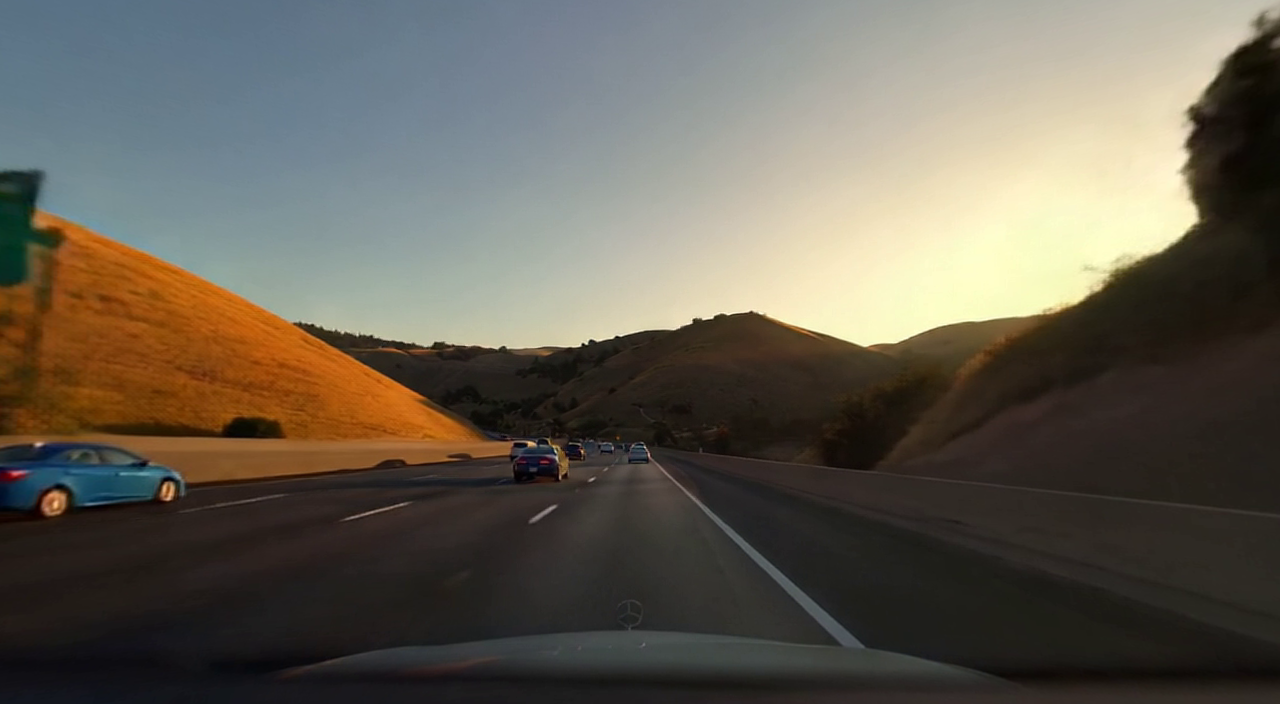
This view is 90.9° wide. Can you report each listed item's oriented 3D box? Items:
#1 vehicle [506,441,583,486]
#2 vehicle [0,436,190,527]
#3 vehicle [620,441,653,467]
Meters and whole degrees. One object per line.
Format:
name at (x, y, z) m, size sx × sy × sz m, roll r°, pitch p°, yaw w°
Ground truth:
vehicle at (-3.432, 4.119, 23.732) m, size 2.080 × 1.505 × 4.649 m, roll 0°, pitch -8°, yaw 1°
vehicle at (-11.410, 2.373, 12.043) m, size 1.945 × 1.466 × 4.947 m, roll 0°, pitch -8°, yaw 1°
vehicle at (-0.252, 7.025, 43.526) m, size 2.138 × 1.674 × 4.044 m, roll 0°, pitch -8°, yaw -1°
